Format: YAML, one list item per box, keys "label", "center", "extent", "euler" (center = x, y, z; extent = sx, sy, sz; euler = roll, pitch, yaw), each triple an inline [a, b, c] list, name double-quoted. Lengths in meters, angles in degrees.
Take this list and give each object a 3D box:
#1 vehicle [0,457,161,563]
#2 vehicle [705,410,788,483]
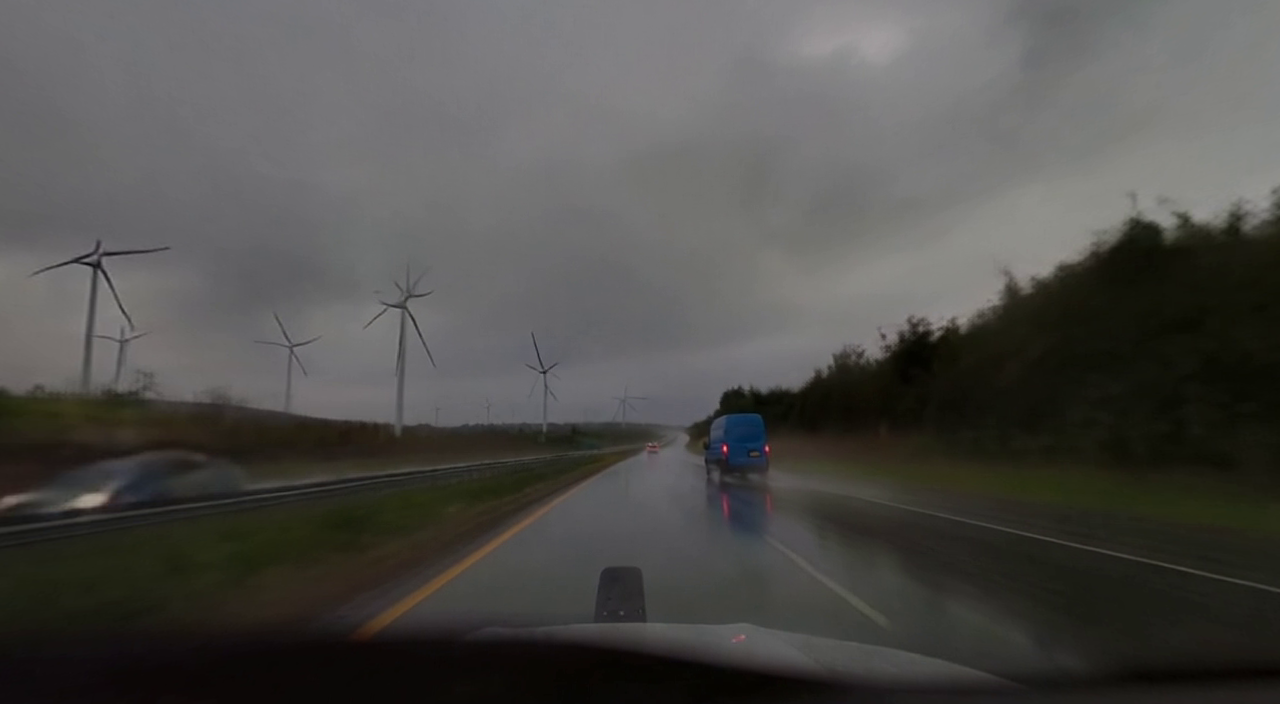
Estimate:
- label: "vehicle"
  center: [-10.109, 2.440, 10.012]
  extent: [1.914, 1.446, 3.942]
  euler: [0, -9, -1]
- label: "vehicle"
  center: [4.342, 4.013, 26.777]
  extent: [2.437, 2.735, 5.507]
  euler: [0, -9, -1]
